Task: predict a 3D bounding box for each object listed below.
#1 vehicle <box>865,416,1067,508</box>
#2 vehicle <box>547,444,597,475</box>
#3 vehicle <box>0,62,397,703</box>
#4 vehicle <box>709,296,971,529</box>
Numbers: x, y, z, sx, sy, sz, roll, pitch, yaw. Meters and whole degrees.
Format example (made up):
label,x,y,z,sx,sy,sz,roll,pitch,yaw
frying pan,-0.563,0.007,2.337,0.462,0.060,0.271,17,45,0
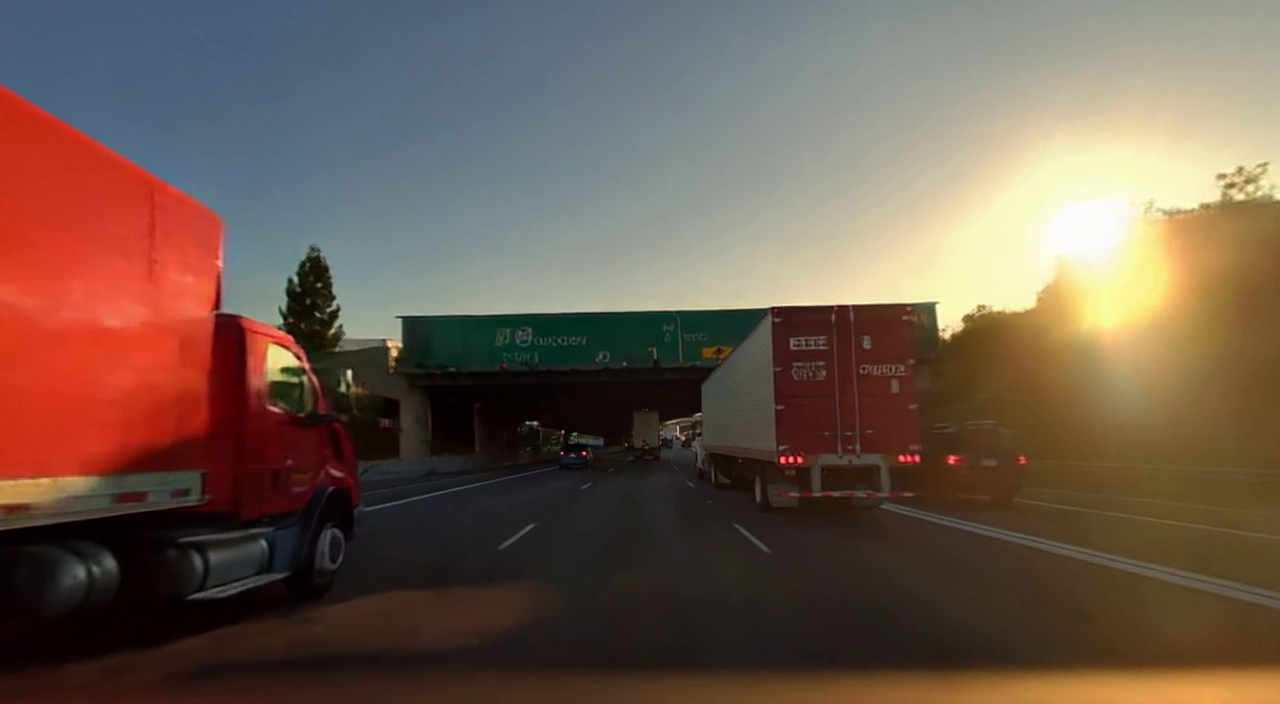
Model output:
label,x,y,z,sx,sy,sz,roll,pitch,yaw
vehicle,7.977,2.776,16.415,2.216,1.918,5.742,1,-9,0
vehicle,-3.430,5.493,32.636,2.024,1.472,4.014,-1,-8,1
vehicle,-3.783,0.406,3.078,2.557,2.855,6.674,0,-9,0
vehicle,4.092,1.970,17.439,2.951,3.974,13.340,-1,-8,1
